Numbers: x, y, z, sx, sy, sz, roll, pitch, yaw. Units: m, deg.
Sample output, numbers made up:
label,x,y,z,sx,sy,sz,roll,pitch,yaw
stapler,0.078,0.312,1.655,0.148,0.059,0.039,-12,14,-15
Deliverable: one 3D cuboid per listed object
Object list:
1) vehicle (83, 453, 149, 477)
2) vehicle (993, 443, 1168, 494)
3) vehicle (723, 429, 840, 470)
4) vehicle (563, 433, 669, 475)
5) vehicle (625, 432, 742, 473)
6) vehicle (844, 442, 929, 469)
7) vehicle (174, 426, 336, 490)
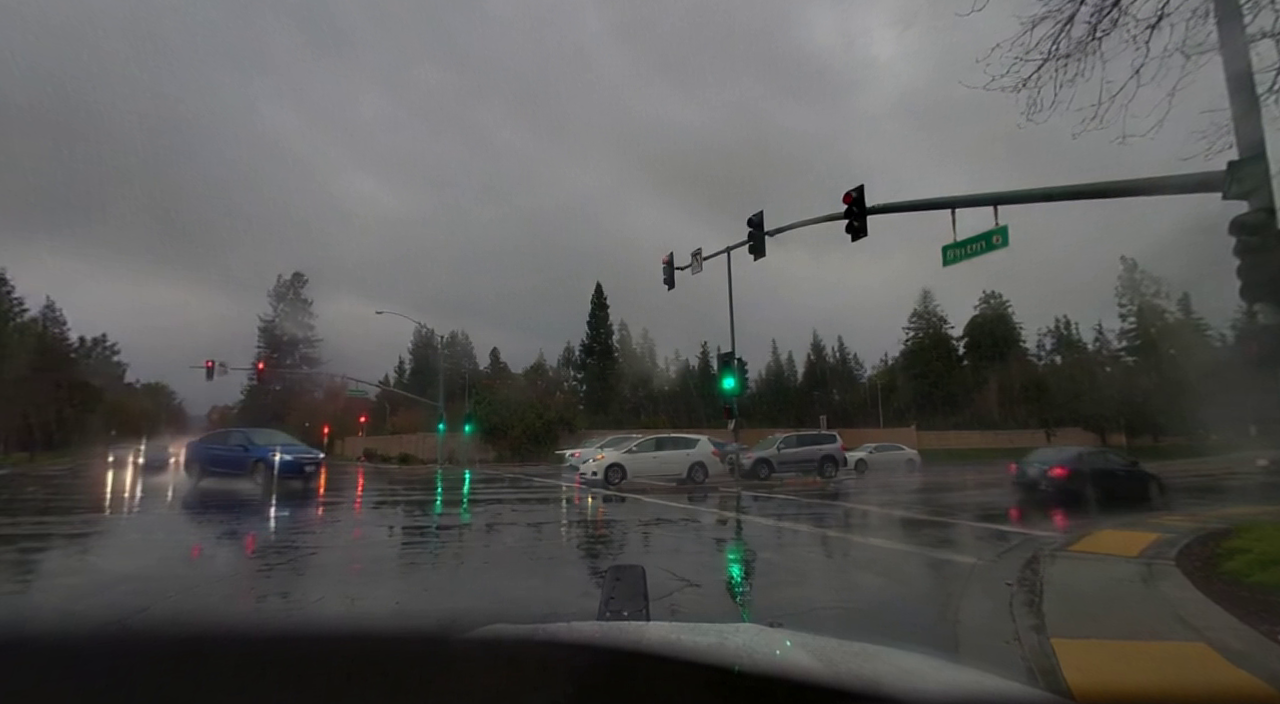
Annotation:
label,x,y,z,sx,sy,sz,roll,pitch,yaw
vehicle,-34.916,7.480,41.960,4.589,1.462,1.953,-5,-10,32
vehicle,13.726,3.564,19.683,4.686,1.425,2.018,3,-9,-19
vehicle,7.311,5.064,32.539,5.791,1.964,2.199,5,-10,-26
vehicle,-1.073,4.576,28.502,4.360,1.749,1.895,4,-10,-28
vehicle,1.804,4.147,26.149,4.483,1.589,1.852,4,-9,-25
vehicle,13.853,5.792,35.423,4.457,1.429,1.862,4,-9,-26
vehicle,-12.531,3.377,20.421,5.332,1.807,2.450,-6,-10,35
